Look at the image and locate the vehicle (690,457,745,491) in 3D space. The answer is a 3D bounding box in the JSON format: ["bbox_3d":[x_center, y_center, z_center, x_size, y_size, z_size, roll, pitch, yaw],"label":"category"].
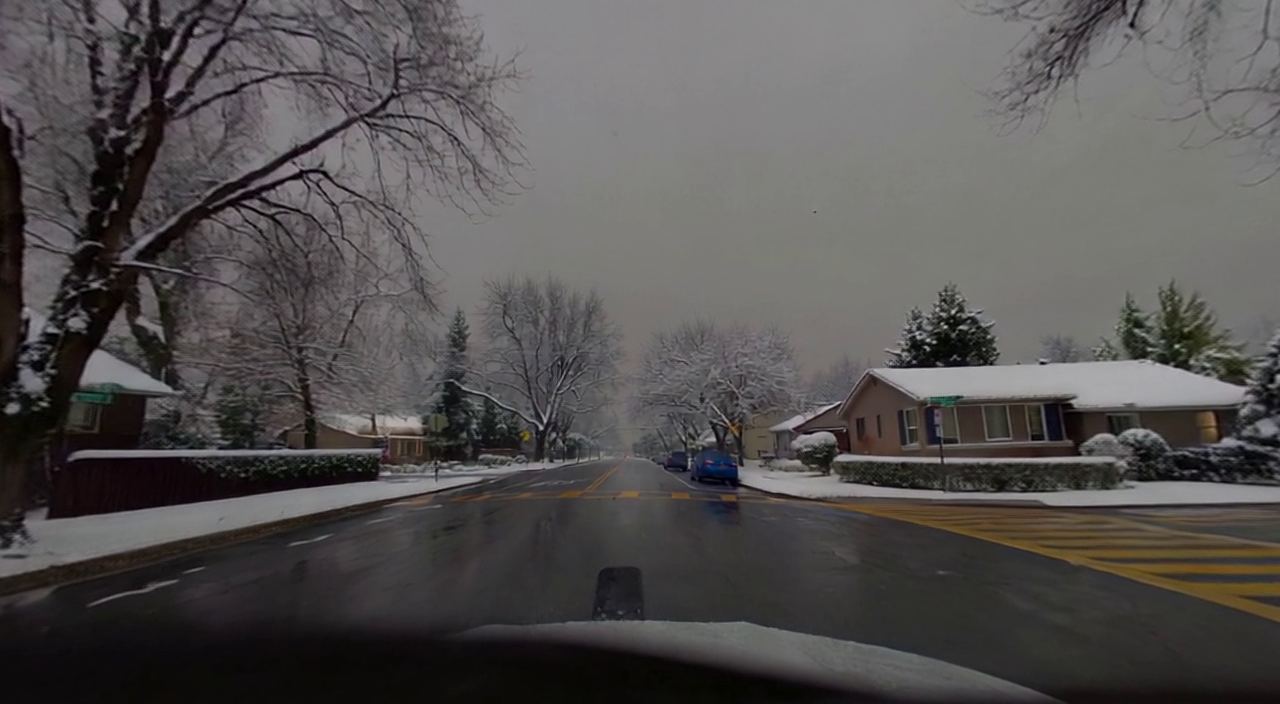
[{"bbox_3d":[3.628,5.810,30.436,1.961,1.472,4.434,0,-9,-2],"label":"vehicle"}]
